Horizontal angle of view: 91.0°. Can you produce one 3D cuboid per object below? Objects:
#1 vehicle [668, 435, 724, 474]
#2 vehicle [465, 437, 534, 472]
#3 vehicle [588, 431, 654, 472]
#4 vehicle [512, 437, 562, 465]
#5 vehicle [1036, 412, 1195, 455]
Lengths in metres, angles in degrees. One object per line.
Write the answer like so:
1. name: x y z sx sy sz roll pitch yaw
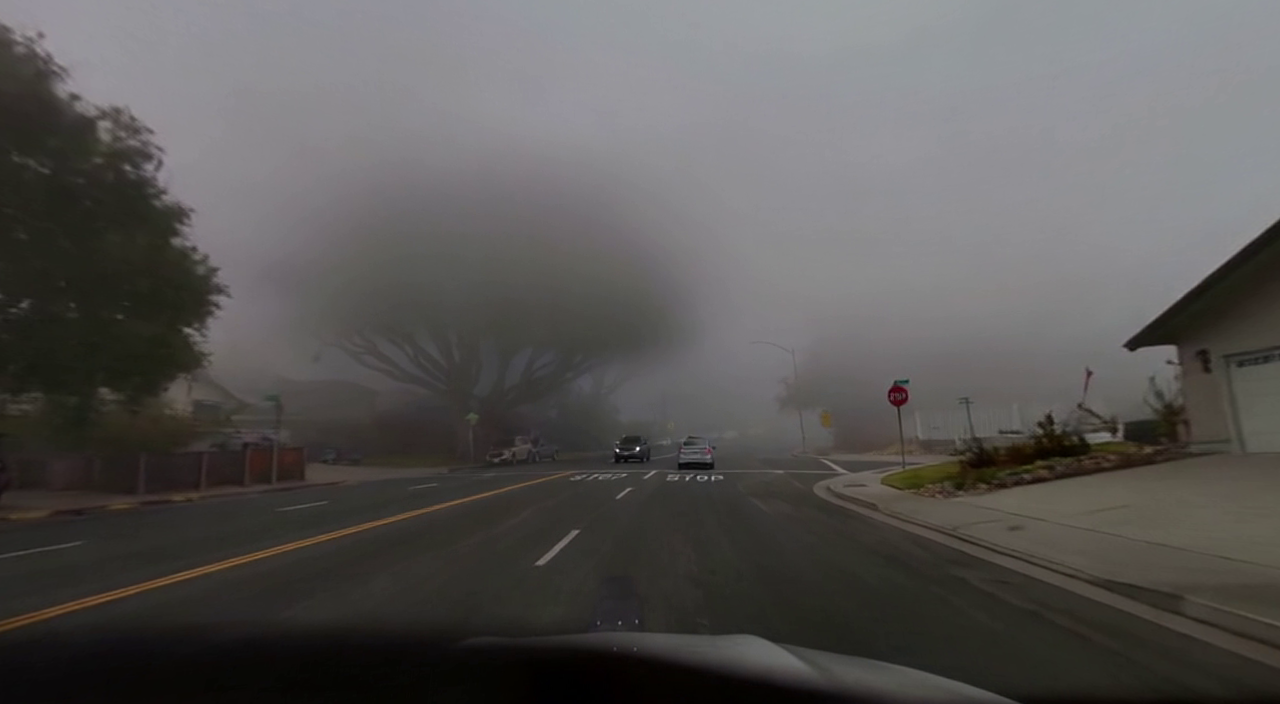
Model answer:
1. vehicle: 2.381 4.191 25.873 1.955 1.459 4.383 -1 -9 9
2. vehicle: -9.081 6.672 41.351 2.191 1.980 5.888 -5 -9 11
3. vehicle: -0.745 4.485 28.452 2.178 1.695 4.339 -2 -9 10
4. vehicle: -7.615 7.409 47.035 2.076 1.864 4.730 -4 -9 11
5. vehicle: 20.598 3.614 27.527 4.989 1.564 2.007 -4 -13 15
